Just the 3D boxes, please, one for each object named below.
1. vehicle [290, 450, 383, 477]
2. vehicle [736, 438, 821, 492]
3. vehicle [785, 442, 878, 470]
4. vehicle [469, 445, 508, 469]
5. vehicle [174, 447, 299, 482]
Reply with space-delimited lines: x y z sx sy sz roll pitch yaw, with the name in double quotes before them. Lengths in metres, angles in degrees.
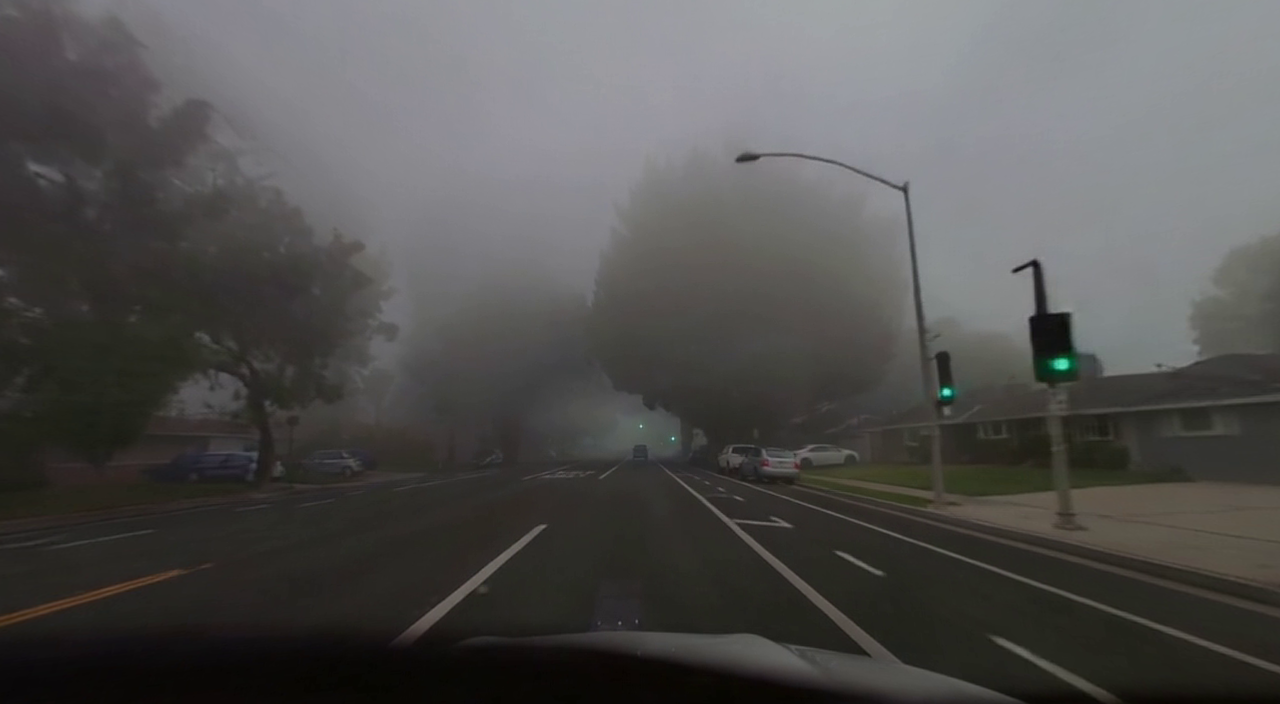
"vehicle" -17.634 6.494 36.731 4.349 1.457 1.997 0 -9 -1
"vehicle" 5.264 4.338 24.536 2.164 1.729 4.488 4 -9 -1
"vehicle" 11.237 6.133 37.215 4.875 1.609 1.954 0 -9 1
"vehicle" -11.914 8.300 49.883 2.061 1.760 4.569 -1 -10 -1
"vehicle" -18.158 5.058 28.460 4.355 1.482 1.794 0 -9 0
